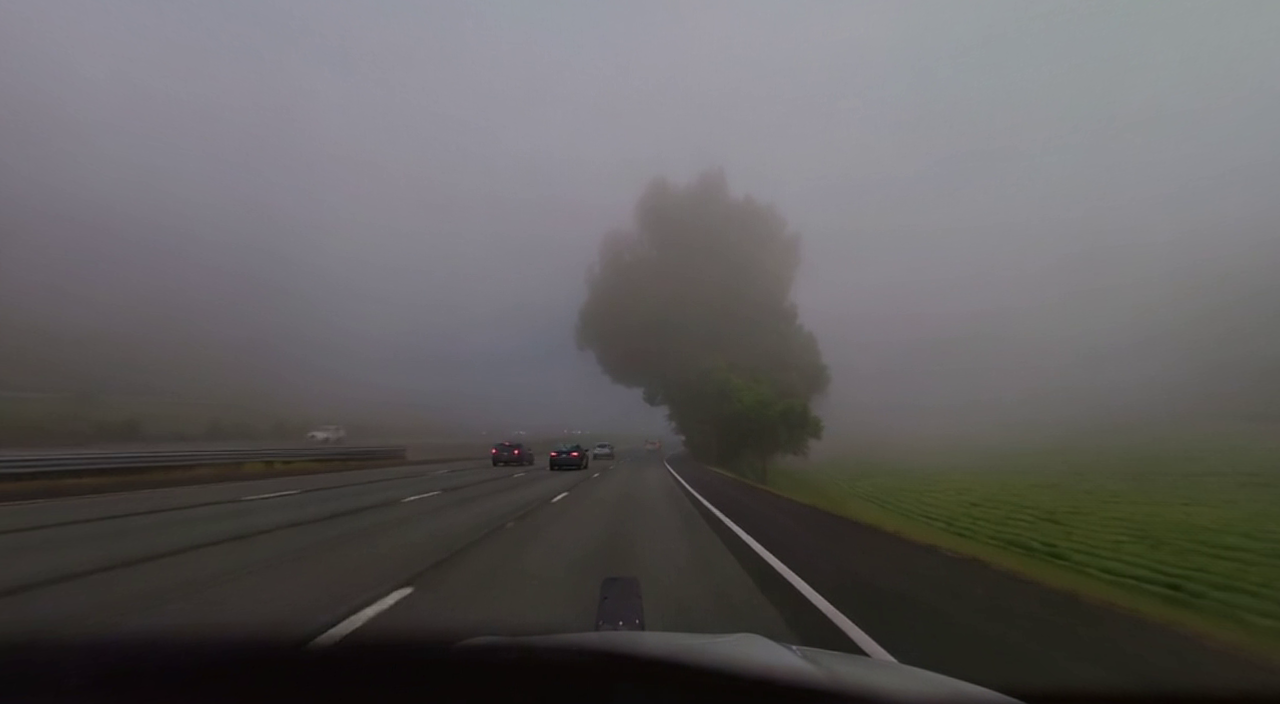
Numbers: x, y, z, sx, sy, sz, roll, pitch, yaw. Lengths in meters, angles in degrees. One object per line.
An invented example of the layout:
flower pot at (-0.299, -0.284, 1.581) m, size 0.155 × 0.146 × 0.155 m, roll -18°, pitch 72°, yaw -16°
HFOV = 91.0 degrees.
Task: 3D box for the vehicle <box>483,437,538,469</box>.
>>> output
vehicle at (-7.465, 5.896, 36.792) m, size 2.108 × 1.686 × 4.556 m, roll 0°, pitch -9°, yaw 2°

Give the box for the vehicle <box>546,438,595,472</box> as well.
vehicle at (-3.758, 5.648, 34.663) m, size 2.035 × 1.673 × 4.469 m, roll 0°, pitch -9°, yaw 2°
